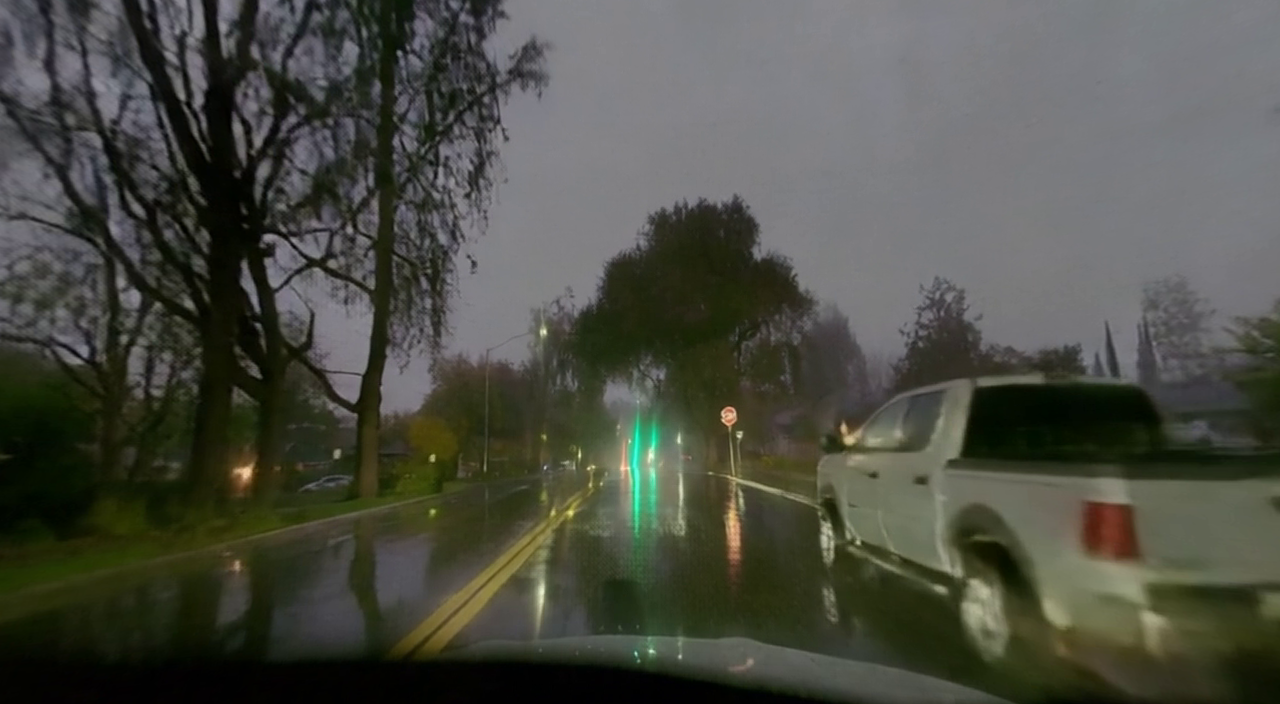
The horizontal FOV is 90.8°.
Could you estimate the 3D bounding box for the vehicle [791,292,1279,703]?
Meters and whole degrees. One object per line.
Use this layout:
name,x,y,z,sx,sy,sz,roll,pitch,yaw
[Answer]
vehicle,2.693,1.013,4.539,2.109,1.875,4.488,-1,-8,1

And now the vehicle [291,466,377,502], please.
vehicle,-18.527,7.979,38.242,4.274,1.626,2.093,-7,-9,10
